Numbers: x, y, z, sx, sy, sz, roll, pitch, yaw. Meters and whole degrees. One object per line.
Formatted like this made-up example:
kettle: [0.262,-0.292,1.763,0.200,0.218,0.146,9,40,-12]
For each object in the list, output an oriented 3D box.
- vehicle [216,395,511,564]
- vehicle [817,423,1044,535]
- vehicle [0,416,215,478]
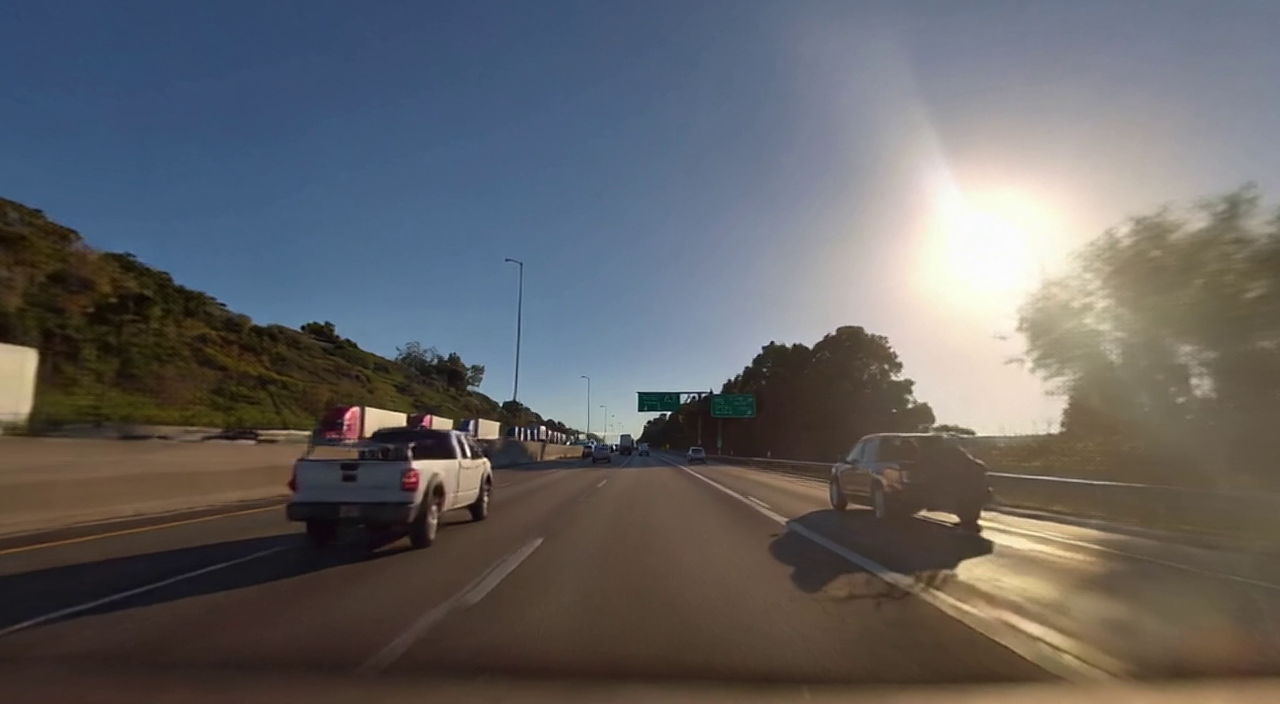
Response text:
vehicle: [-3.722,1.865,9.917,2.220,1.928,5.176,0,-9,1]
vehicle: [5.172,2.326,12.058,2.080,1.725,4.252,1,-9,-4]
vehicle: [-14.098,2.595,17.113,1.967,1.454,4.432,0,-9,0]
